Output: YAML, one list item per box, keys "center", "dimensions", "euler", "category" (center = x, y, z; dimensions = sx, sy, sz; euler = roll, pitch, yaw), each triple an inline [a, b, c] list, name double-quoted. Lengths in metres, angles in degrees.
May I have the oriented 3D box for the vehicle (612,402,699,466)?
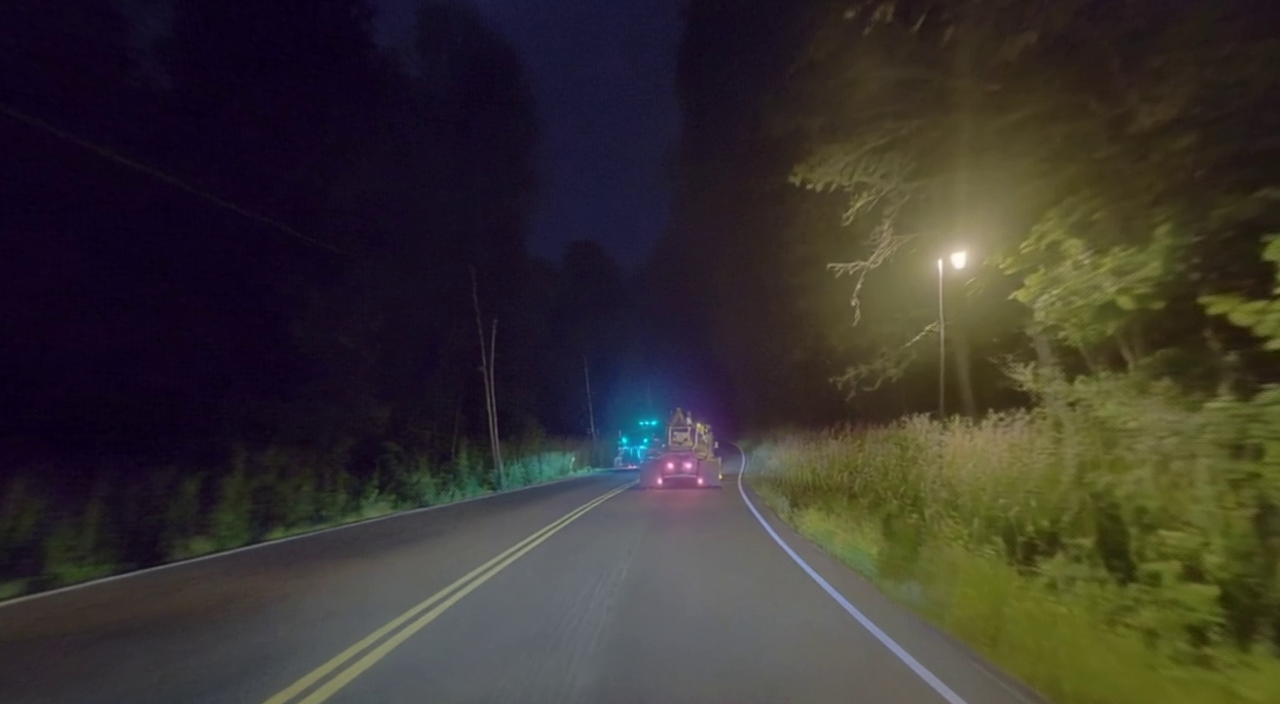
- center: [1.330, 6.417, 48.159]
  dimensions: [4.788, 4.368, 6.529]
  euler: [-3, -11, 19]
  category: "vehicle"

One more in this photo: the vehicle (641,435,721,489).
- center: [1.342, 3.348, 19.498]
  dimensions: [2.196, 1.465, 4.294]
  euler: [-1, -9, 6]
  category: "vehicle"
